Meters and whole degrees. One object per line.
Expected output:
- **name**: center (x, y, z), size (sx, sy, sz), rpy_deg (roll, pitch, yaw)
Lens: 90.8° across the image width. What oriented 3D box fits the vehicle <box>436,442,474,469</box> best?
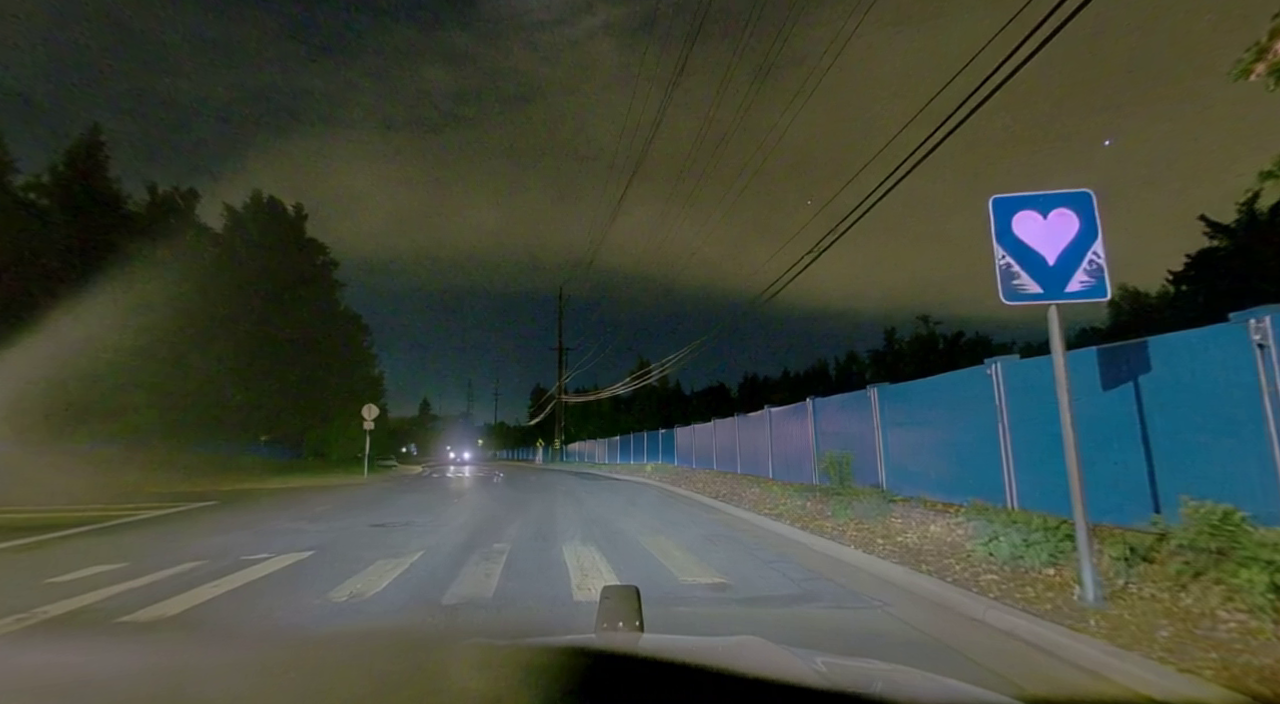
- **vehicle**: center (-14.038, 7.762, 47.668), size (2.185, 1.901, 4.177), rpy_deg (3, -9, -23)
